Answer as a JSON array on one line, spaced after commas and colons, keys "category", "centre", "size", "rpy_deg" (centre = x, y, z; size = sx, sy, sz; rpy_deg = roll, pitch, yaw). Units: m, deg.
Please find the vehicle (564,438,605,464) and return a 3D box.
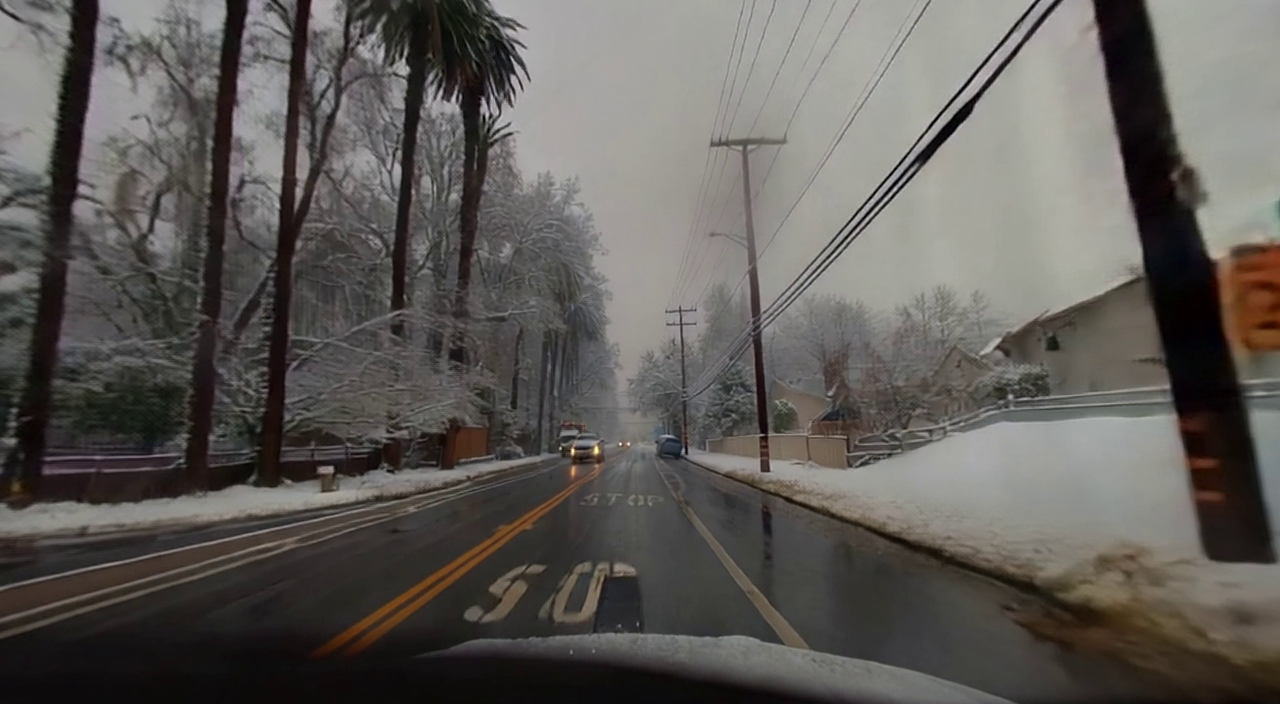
[{"category": "vehicle", "centre": [-3.844, 6.913, 44.452], "size": [2.336, 1.669, 5.581], "rpy_deg": [0, -8, 0]}]
